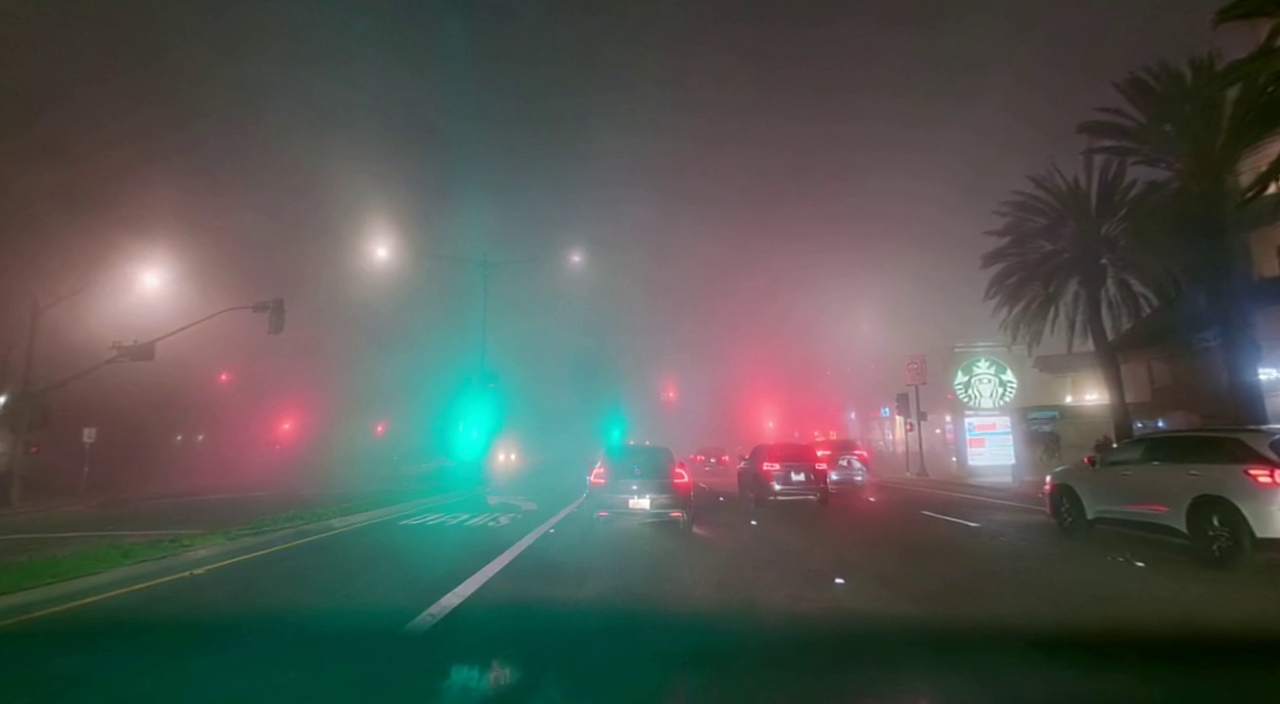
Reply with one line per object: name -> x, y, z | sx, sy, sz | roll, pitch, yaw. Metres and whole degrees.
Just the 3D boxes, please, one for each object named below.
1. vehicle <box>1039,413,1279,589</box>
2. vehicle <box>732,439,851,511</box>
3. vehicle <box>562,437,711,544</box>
vehicle -> 7.093, 1.644, 7.502 | 1.940, 1.674, 4.085 | 0, -8, -1
vehicle -> 3.605, 2.989, 15.870 | 1.892, 1.532, 4.177 | 0, -8, -1
vehicle -> -0.080, 2.260, 10.956 | 2.110, 1.487, 3.873 | 0, -8, -1
